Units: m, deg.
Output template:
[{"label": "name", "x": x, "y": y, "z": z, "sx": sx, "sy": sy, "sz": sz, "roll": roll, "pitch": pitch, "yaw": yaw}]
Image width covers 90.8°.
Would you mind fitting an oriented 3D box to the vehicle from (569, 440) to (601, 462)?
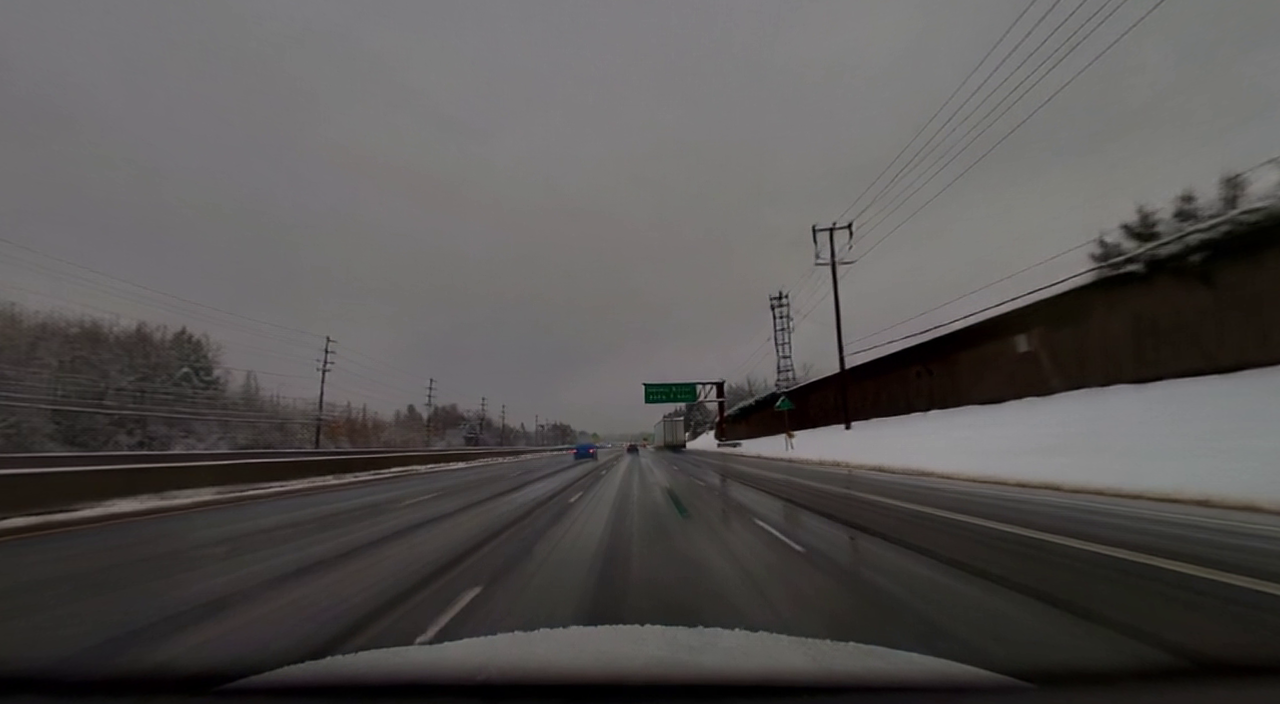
[{"label": "vehicle", "x": -3.995, "y": 7.286, "z": 46.389, "sx": 2.009, "sy": 1.533, "sz": 4.175, "roll": 0, "pitch": -9, "yaw": 0}]
